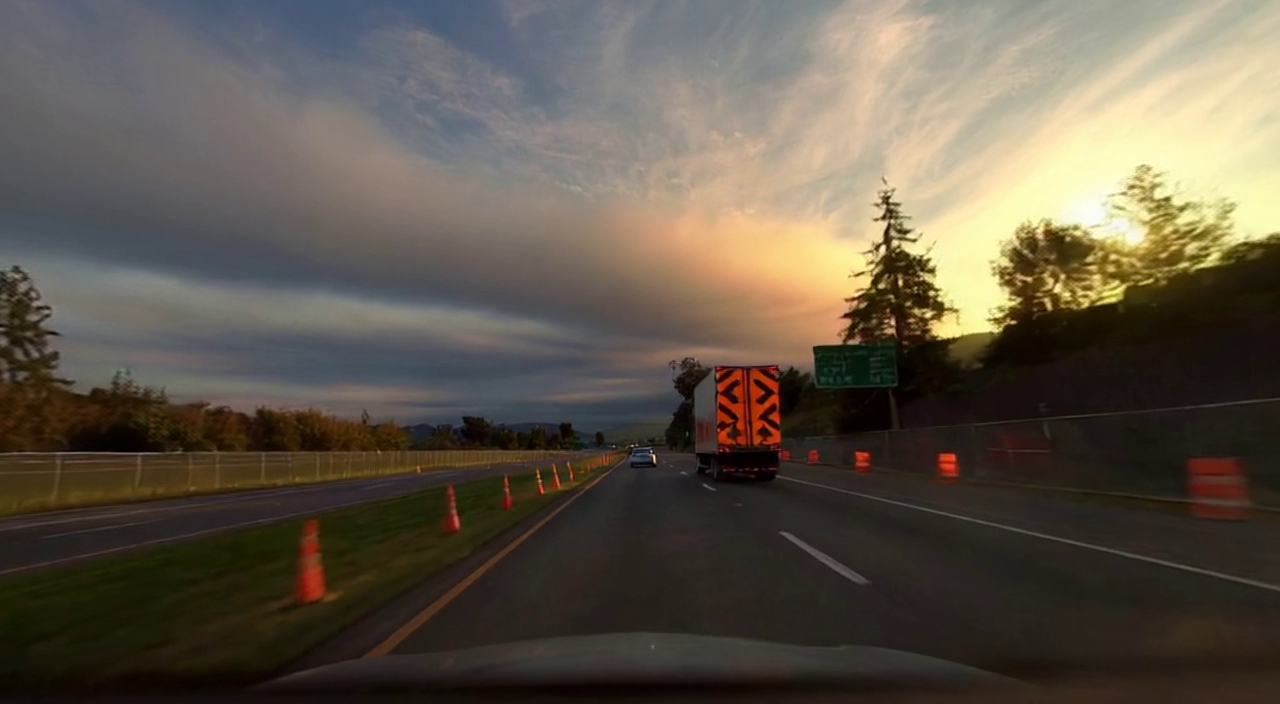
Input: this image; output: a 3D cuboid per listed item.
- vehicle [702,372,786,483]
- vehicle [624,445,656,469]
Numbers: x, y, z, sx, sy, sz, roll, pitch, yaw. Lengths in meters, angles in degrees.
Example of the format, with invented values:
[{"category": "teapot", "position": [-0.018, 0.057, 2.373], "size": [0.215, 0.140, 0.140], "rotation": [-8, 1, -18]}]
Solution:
[{"category": "vehicle", "position": [4.347, 3.385, 27.675], "size": [2.704, 4.310, 5.716], "rotation": [0, -9, 1]}, {"category": "vehicle", "position": [0.006, 7.182, 43.235], "size": [2.065, 1.573, 3.734], "rotation": [0, -9, 0]}]
